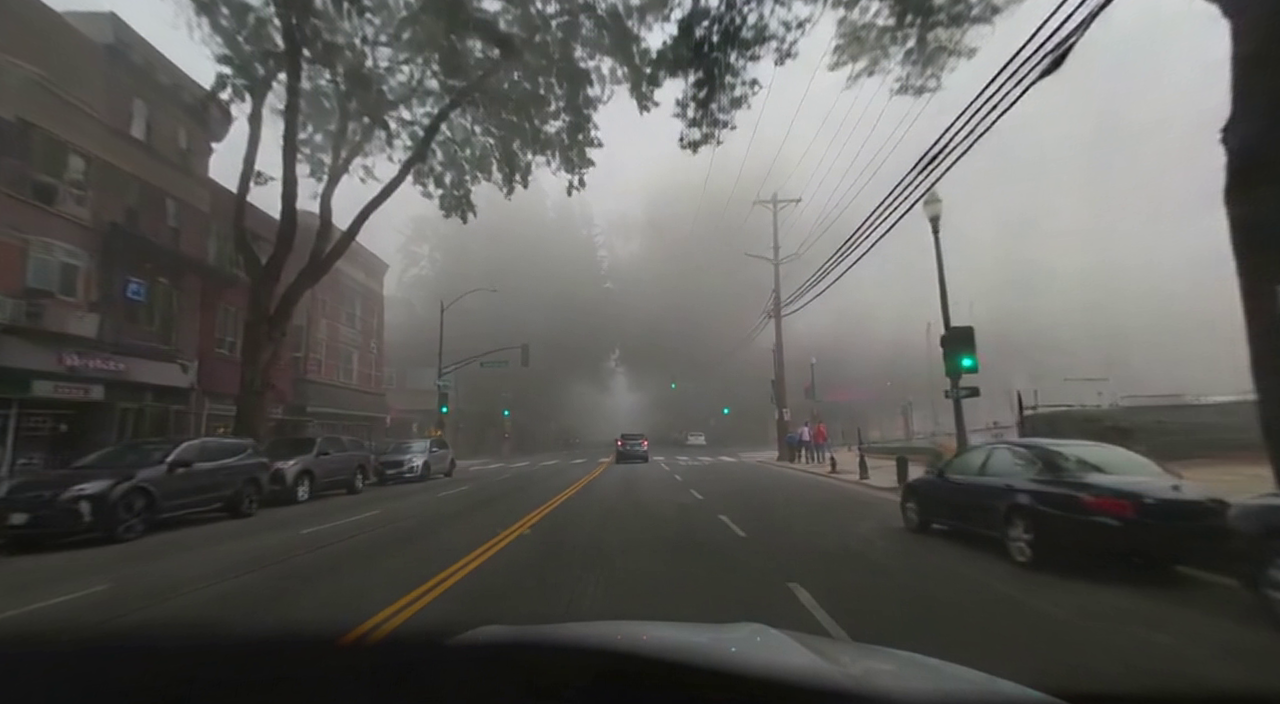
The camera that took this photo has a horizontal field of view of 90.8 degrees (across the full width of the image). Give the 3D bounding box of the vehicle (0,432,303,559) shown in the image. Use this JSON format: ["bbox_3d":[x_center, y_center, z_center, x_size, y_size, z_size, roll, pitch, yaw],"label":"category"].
[{"bbox_3d":[-9.381,2.612,12.401,2.305,1.883,5.580,0,-9,2],"label":"vehicle"}]

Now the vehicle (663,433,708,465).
[{"bbox_3d":[2.385,5.201,34.005,1.998,1.580,4.015,0,-8,-1],"label":"vehicle"}]

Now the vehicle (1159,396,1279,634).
[{"bbox_3d":[5.871,1.017,3.291,2.070,1.761,4.848,0,-8,-2],"label":"vehicle"}]

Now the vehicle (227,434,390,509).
[{"bbox_3d":[-9.655,3.486,19.081,1.980,1.931,5.487,0,-8,-1],"label":"vehicle"}]

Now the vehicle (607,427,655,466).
[{"bbox_3d":[-0.461,4.928,33.073,2.301,1.854,4.919,0,-8,-1],"label":"vehicle"}]

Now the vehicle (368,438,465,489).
[{"bbox_3d":[-9.675,4.852,27.994,2.048,1.985,6.011,0,-9,0],"label":"vehicle"}]

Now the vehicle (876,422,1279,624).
[{"bbox_3d":[5.530,1.900,8.509,2.266,1.705,5.998,0,-8,-1],"label":"vehicle"}]
